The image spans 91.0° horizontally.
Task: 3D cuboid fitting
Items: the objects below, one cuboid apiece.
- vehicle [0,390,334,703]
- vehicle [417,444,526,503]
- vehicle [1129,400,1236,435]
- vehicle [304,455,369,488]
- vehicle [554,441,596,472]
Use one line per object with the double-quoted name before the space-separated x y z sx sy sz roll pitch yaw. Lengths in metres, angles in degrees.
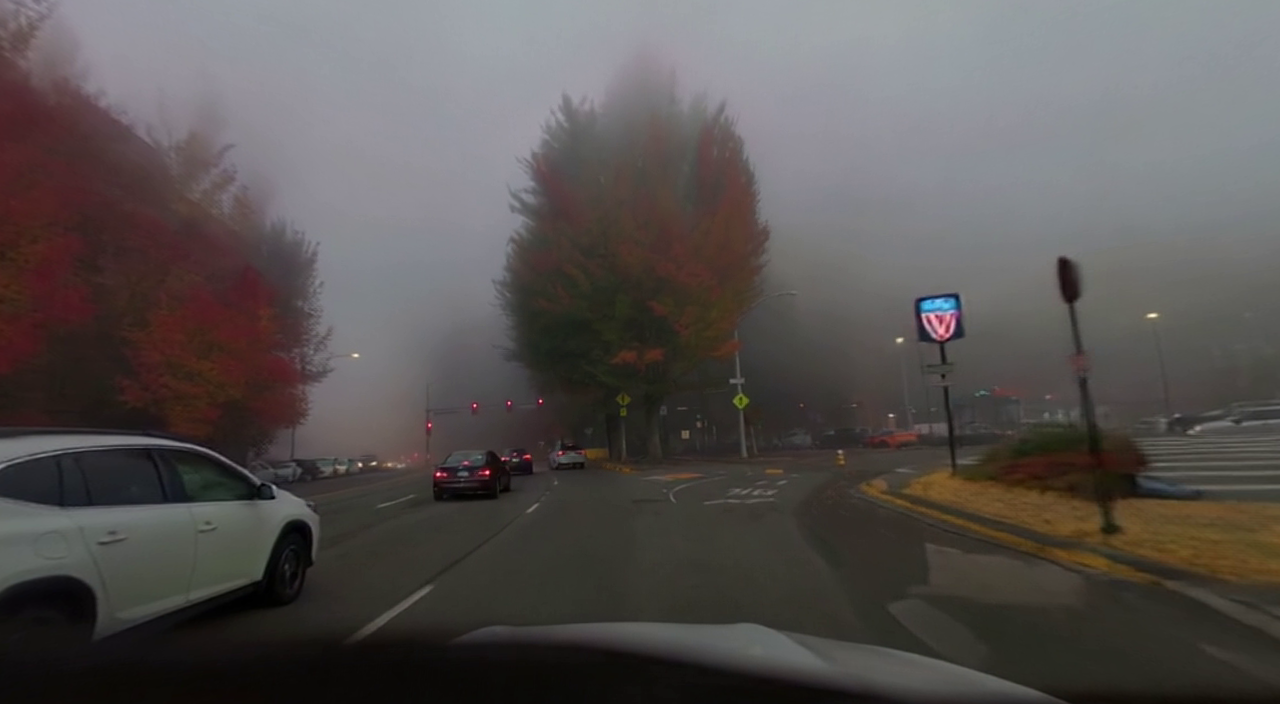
"vehicle" -4.105 1.151 3.933 2.085 1.663 4.513 1 -9 0
"vehicle" -4.831 3.545 18.964 2.090 1.506 5.326 1 -9 -3
"vehicle" 33.003 3.966 38.412 2.110 1.696 4.653 15 -11 -40
"vehicle" -17.099 6.735 35.743 2.039 1.672 4.596 2 -9 -10
"vehicle" -3.972 6.245 37.763 2.144 1.704 4.028 2 -9 -10
